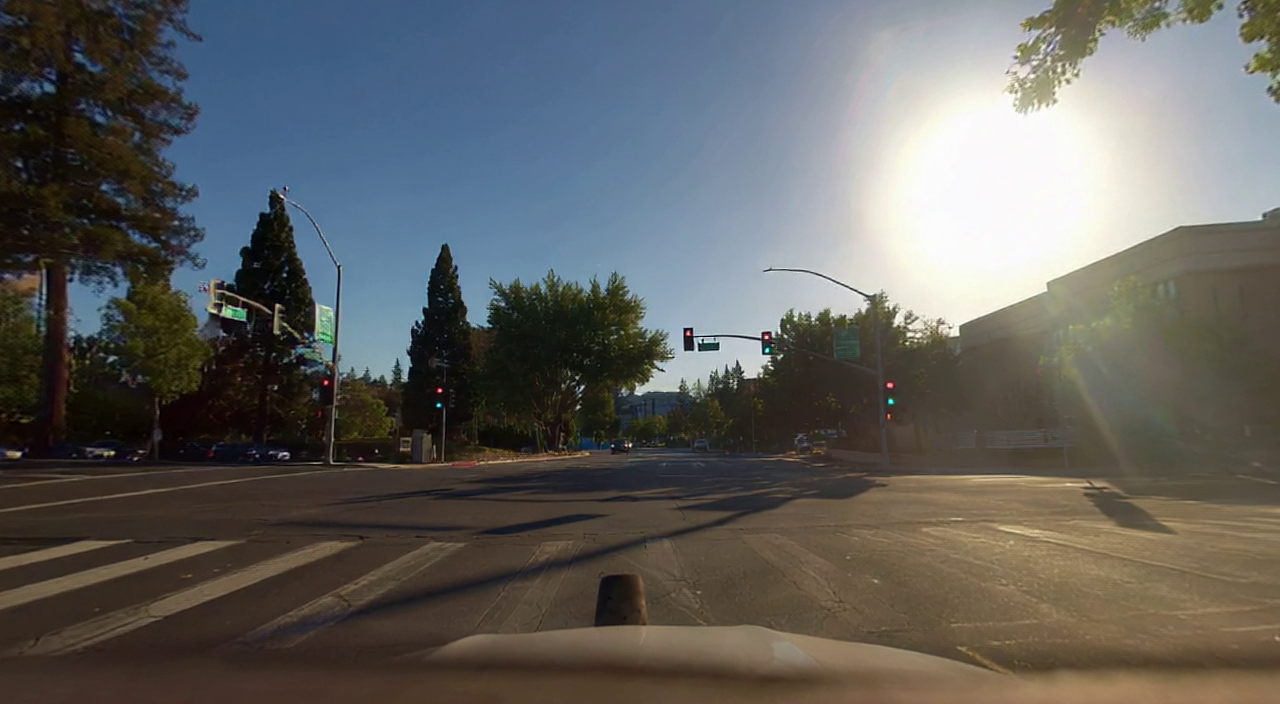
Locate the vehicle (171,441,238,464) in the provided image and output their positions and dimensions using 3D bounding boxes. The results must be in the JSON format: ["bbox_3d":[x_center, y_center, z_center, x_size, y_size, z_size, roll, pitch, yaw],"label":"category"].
[{"bbox_3d":[-29.104,6.718,42.084,1.696,1.431,3.686,-1,-8,3],"label":"vehicle"}]
